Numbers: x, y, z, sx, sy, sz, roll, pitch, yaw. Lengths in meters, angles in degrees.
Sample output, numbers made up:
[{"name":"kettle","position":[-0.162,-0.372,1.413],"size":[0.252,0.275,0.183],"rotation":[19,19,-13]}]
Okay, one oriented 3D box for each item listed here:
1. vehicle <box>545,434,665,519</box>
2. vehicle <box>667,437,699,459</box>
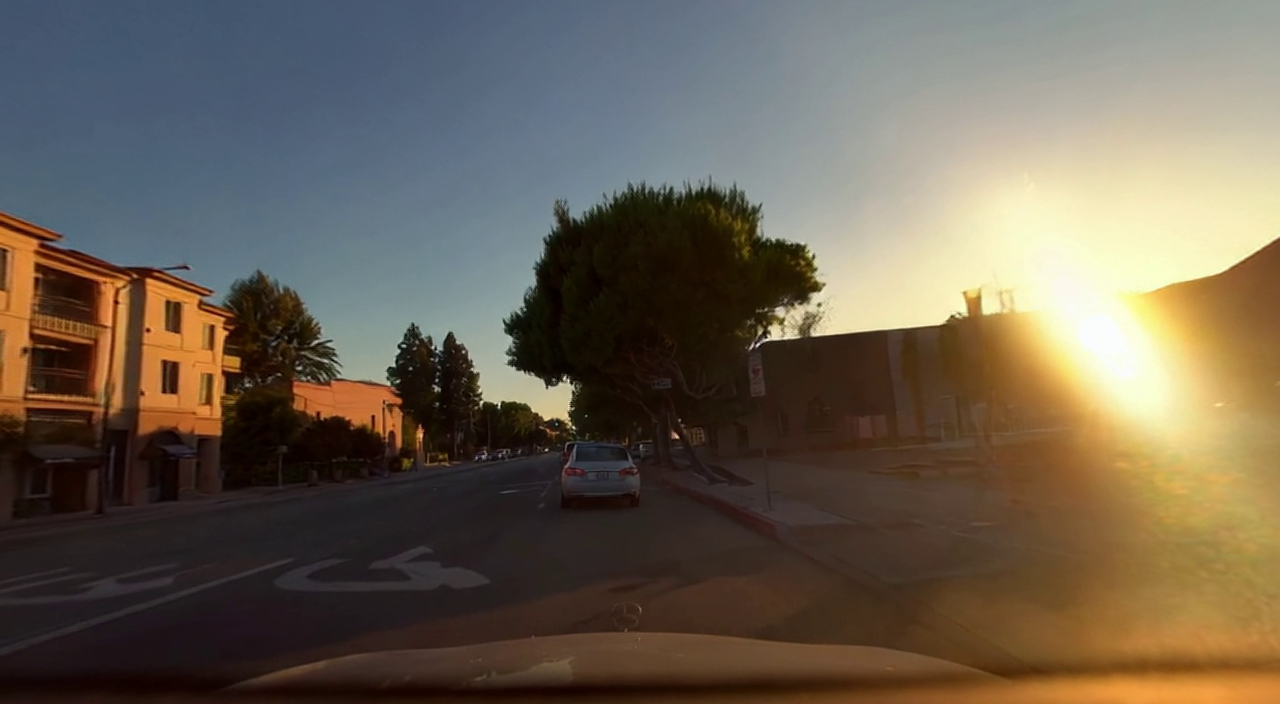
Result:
[{"name":"vehicle","position":[-0.734,2.535,13.446],"size":[2.116,1.479,4.358],"rotation":[0,-8,-3]},{"name":"vehicle","position":[2.976,6.724,44.360],"size":[1.972,1.484,3.974],"rotation":[0,-8,1]}]
